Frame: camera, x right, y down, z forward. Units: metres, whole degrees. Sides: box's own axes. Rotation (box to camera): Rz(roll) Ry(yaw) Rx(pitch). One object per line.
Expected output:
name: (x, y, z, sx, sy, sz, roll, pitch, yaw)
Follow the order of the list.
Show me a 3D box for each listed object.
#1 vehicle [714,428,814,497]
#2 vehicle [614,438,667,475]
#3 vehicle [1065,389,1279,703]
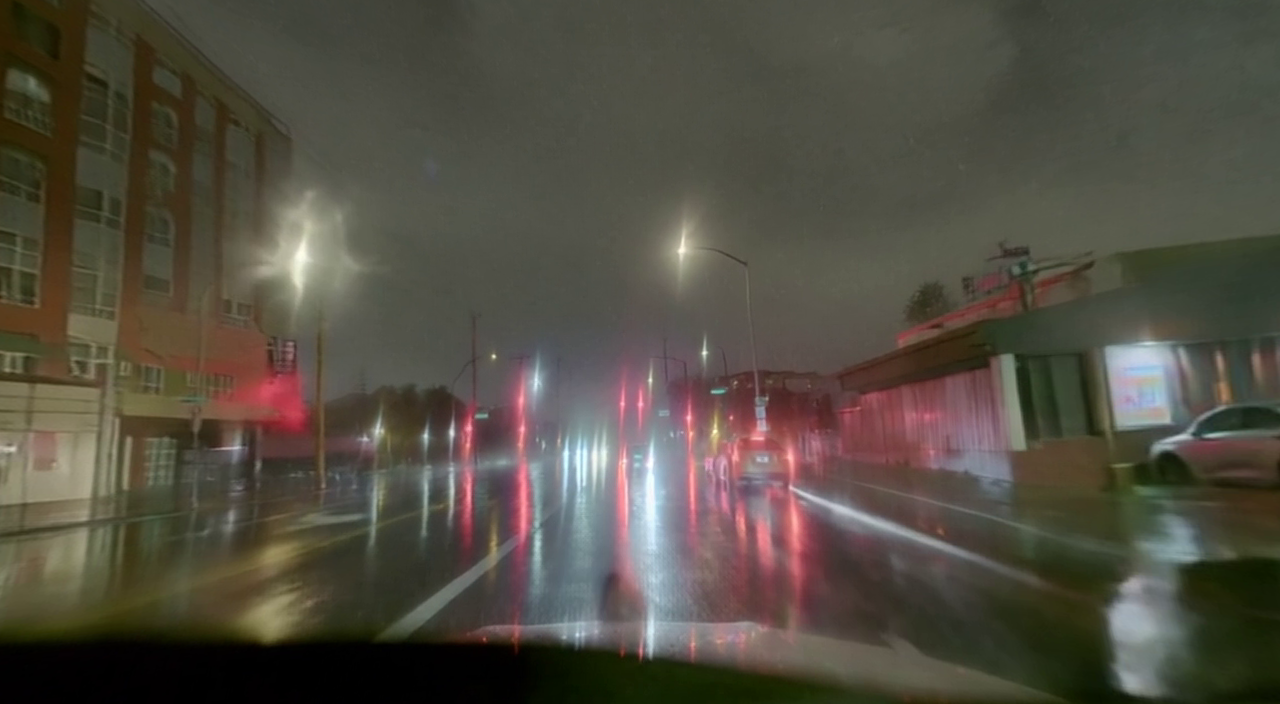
vehicle: (3.378, 3.110, 18.075, 1.938, 1.714, 4.402, 0, -9, -1)
vehicle: (0.012, 4.615, 27.899, 2.153, 1.505, 4.452, 0, -9, 0)
vehicle: (3.127, 0.726, 0.937, 2.062, 1.535, 4.206, 0, -9, 1)
